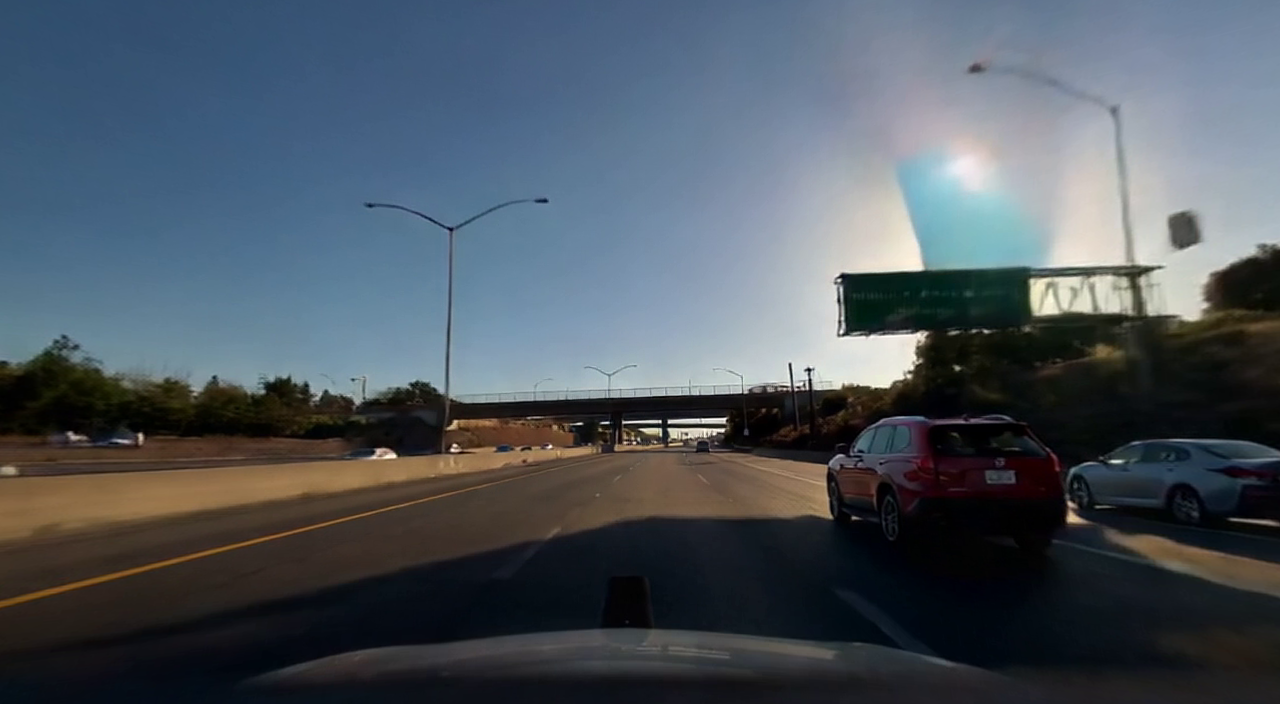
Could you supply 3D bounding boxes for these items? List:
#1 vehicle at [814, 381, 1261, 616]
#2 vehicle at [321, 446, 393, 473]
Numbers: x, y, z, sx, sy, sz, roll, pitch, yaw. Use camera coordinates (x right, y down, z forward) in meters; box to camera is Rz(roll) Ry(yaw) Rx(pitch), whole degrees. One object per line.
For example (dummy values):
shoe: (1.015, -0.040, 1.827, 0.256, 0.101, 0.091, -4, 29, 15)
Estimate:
vehicle: (3.580, 1.424, 7.028, 2.019, 1.732, 4.579, 0, -8, 1)
vehicle: (-16.769, 6.397, 37.651, 2.048, 1.495, 4.518, -1, -8, 3)
